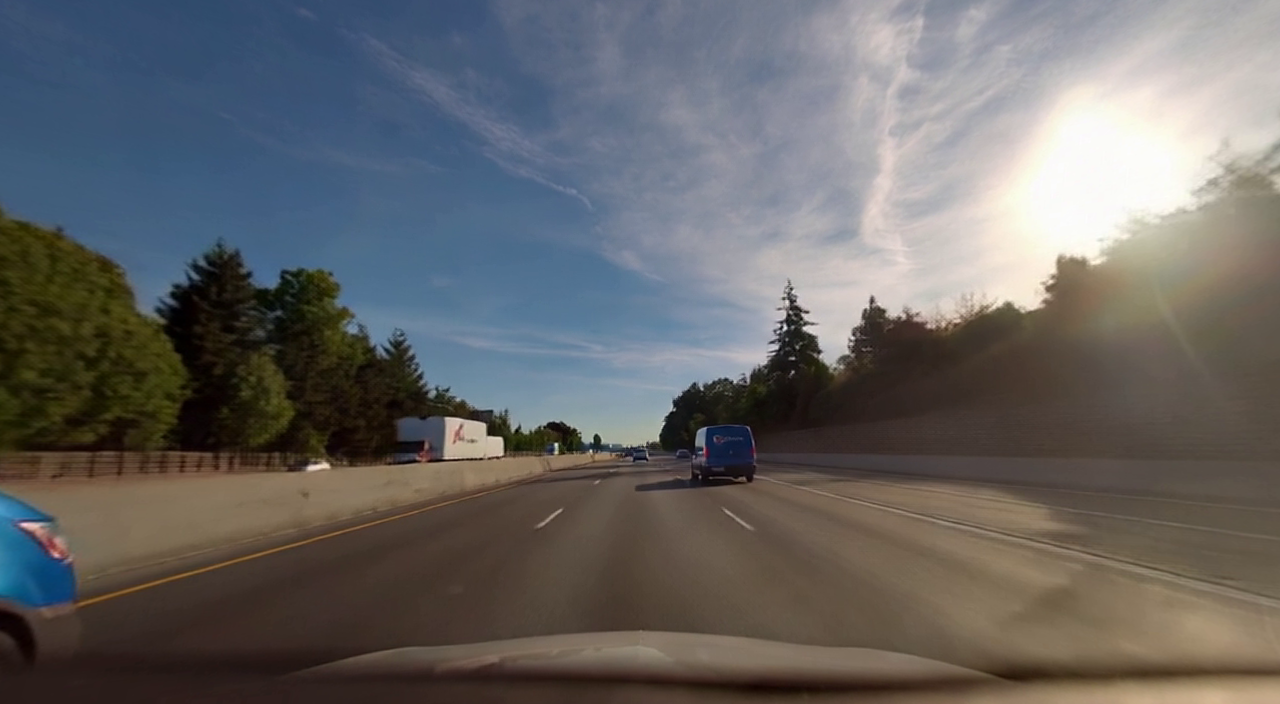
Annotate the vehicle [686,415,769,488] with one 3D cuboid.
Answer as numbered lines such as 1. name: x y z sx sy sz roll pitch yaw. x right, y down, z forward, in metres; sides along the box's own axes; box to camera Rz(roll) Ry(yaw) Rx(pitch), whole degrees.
1. vehicle: 3.326 3.993 25.422 2.373 2.561 5.922 0 -9 -1

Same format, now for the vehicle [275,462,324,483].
1. vehicle: -24.425 8.615 45.403 1.568 1.378 3.479 0 -9 -1
